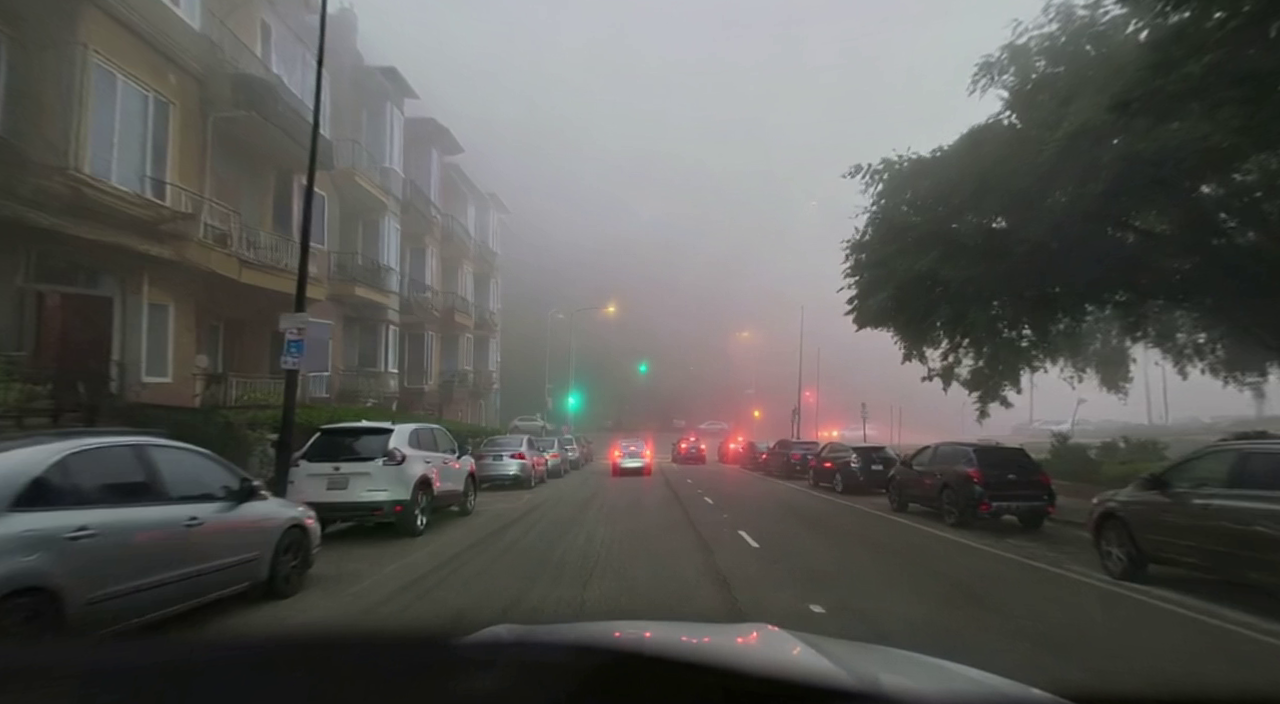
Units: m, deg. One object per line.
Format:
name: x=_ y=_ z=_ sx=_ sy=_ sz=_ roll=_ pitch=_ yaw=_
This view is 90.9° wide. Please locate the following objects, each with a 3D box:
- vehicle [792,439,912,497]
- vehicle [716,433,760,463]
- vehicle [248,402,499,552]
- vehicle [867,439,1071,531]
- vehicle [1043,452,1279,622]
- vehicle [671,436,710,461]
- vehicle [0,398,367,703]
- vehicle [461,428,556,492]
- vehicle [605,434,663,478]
vehicle: x=6.185 y=3.405 z=19.024 sx=1.980 sy=1.518 sz=4.526 roll=0 pitch=-8 yaw=-1
vehicle: x=6.018 y=5.939 z=39.148 sx=1.999 sy=1.752 sz=4.502 roll=0 pitch=-8 yaw=0
vehicle: x=-3.636 y=1.799 z=9.661 sx=1.975 sy=1.759 sz=4.250 roll=0 pitch=-8 yaw=0
vehicle: x=6.181 y=2.506 z=12.503 sx=1.814 sy=1.490 sz=4.109 roll=0 pitch=-8 yaw=0
vehicle: x=6.071 y=1.703 z=5.842 sx=1.757 sy=1.316 sz=4.632 roll=5 pitch=-8 yaw=1
vehicle: x=3.113 y=6.101 z=39.874 sx=2.055 sy=1.450 sz=4.676 roll=0 pitch=-8 yaw=0
vehicle: x=-3.708 y=1.160 z=4.131 sx=1.835 sy=1.497 sz=4.146 roll=0 pitch=-8 yaw=2
vehicle: x=-3.692 y=3.112 z=18.439 sx=1.831 sy=1.650 sz=3.852 roll=0 pitch=-8 yaw=2
vehicle: x=-0.227 y=3.798 z=23.139 sx=1.923 sy=1.460 sz=3.923 roll=0 pitch=-8 yaw=-1
